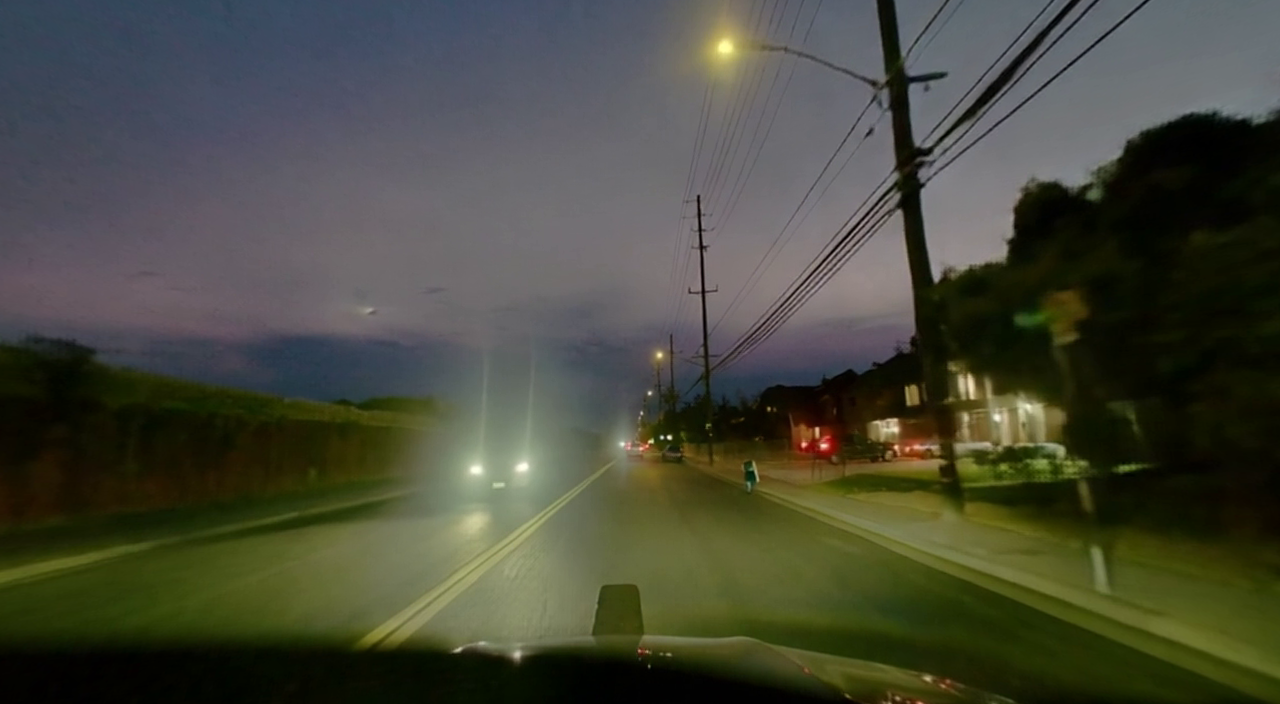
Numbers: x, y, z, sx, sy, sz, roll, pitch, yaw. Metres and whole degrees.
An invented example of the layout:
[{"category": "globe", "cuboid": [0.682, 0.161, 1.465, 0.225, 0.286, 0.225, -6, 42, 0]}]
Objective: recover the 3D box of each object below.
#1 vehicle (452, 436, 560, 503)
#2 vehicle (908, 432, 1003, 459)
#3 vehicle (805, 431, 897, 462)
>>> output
[{"category": "vehicle", "cuboid": [-3.663, 3.295, 18.170, 2.146, 1.657, 4.351, 0, -9, 0]}, {"category": "vehicle", "cuboid": [18.794, 5.625, 37.831, 4.558, 1.554, 1.990, 0, -9, 4]}, {"category": "vehicle", "cuboid": [12.517, 5.656, 37.748, 4.701, 1.745, 2.083, -1, -9, 2]}]
